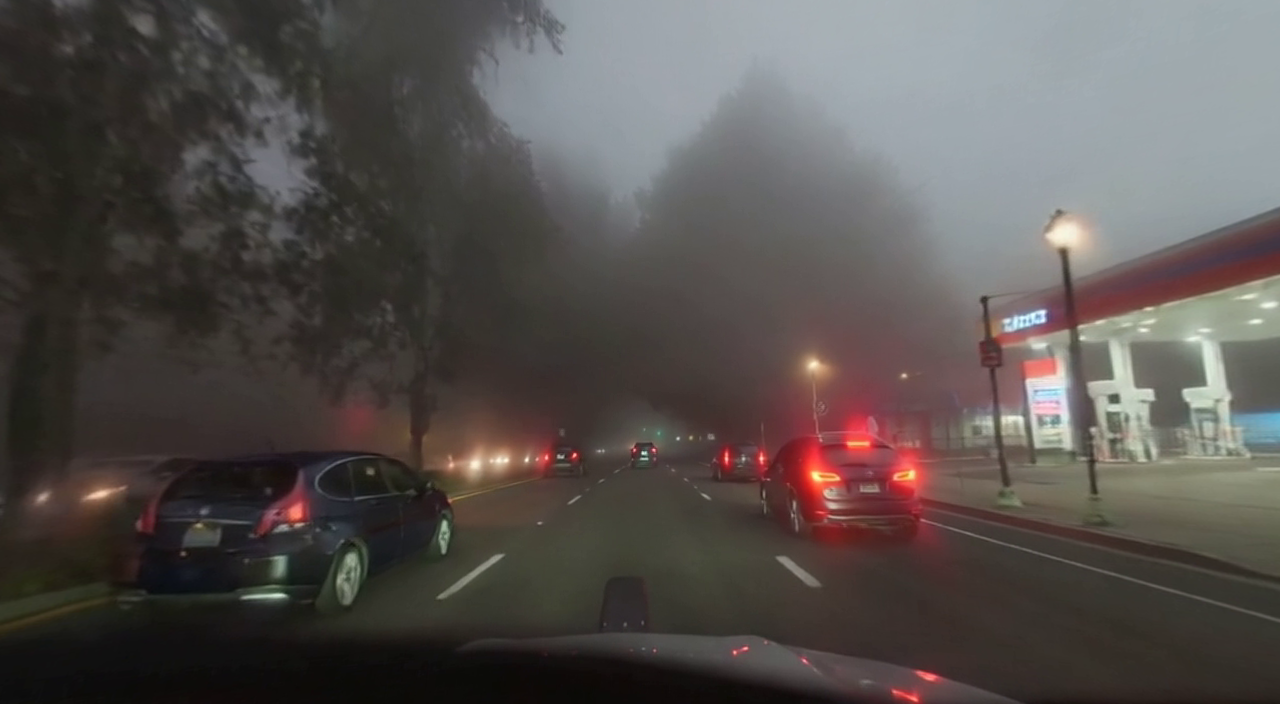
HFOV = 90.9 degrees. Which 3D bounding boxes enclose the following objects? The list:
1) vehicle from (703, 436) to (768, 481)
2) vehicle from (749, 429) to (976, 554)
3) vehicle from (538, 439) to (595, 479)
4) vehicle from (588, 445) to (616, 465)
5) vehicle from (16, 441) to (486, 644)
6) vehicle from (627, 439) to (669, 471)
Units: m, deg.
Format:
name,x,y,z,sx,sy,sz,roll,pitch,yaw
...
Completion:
name,x,y,z,sx,sy,sz,roll,pitch,yaw
vehicle,3.914,4.464,26.733,1.980,1.709,4.813,0,-8,0
vehicle,3.115,2.041,10.019,1.919,1.502,4.572,0,-8,0
vehicle,-3.198,4.745,28.226,1.988,1.645,3.995,0,-8,1
vehicle,-2.959,8.042,49.498,1.901,1.483,4.372,0,-8,0
vehicle,-3.191,1.622,6.530,2.013,1.354,4.393,0,-8,1
vehicle,0.437,5.713,35.122,2.192,1.674,4.124,0,-8,0
